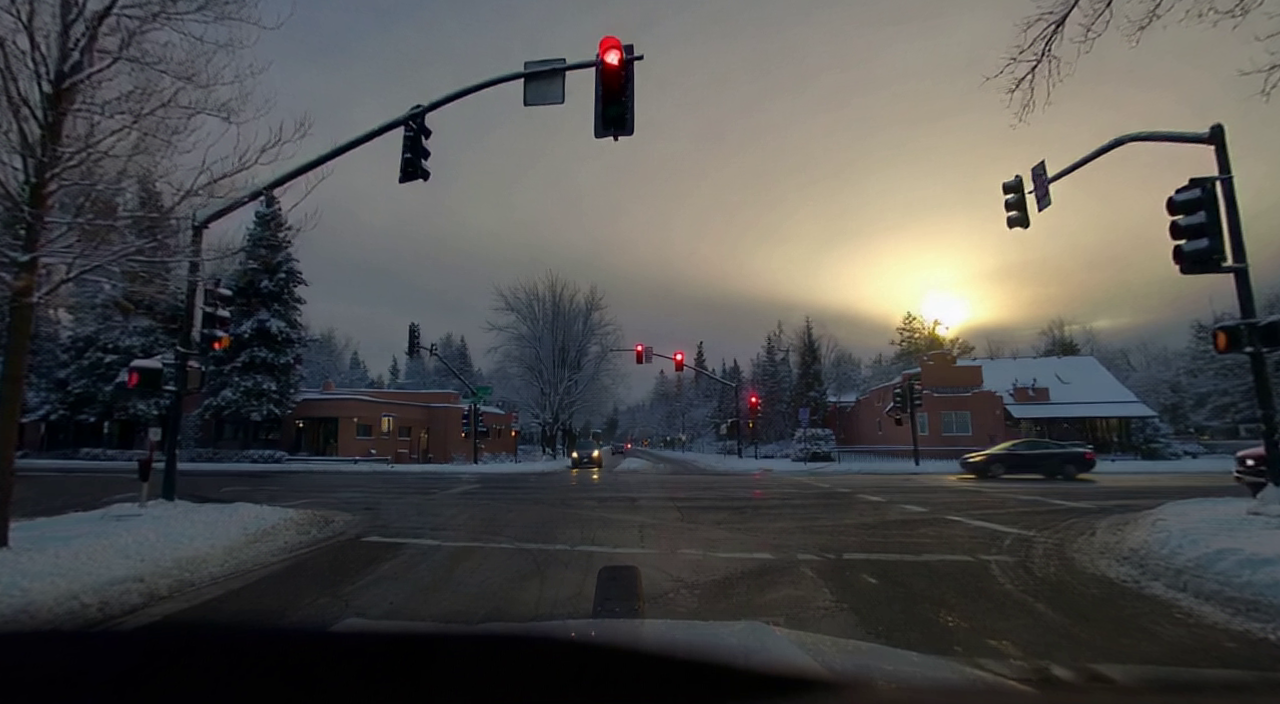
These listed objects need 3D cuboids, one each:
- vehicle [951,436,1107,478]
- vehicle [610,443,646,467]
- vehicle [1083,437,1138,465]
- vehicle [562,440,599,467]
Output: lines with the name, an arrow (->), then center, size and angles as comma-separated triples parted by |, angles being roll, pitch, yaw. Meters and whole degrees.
vehicle -> 14.601, 3.988, 24.024 | 4.588, 1.484, 2.000 | -3, -9, 14
vehicle -> -0.873, 6.852, 42.128 | 2.056, 1.492, 3.937 | 1, -9, -6
vehicle -> 26.969, 5.654, 36.141 | 2.092, 1.474, 4.046 | -8, -11, 41
vehicle -> -4.114, 7.104, 44.251 | 2.251, 1.756, 4.610 | 0, -9, -2
